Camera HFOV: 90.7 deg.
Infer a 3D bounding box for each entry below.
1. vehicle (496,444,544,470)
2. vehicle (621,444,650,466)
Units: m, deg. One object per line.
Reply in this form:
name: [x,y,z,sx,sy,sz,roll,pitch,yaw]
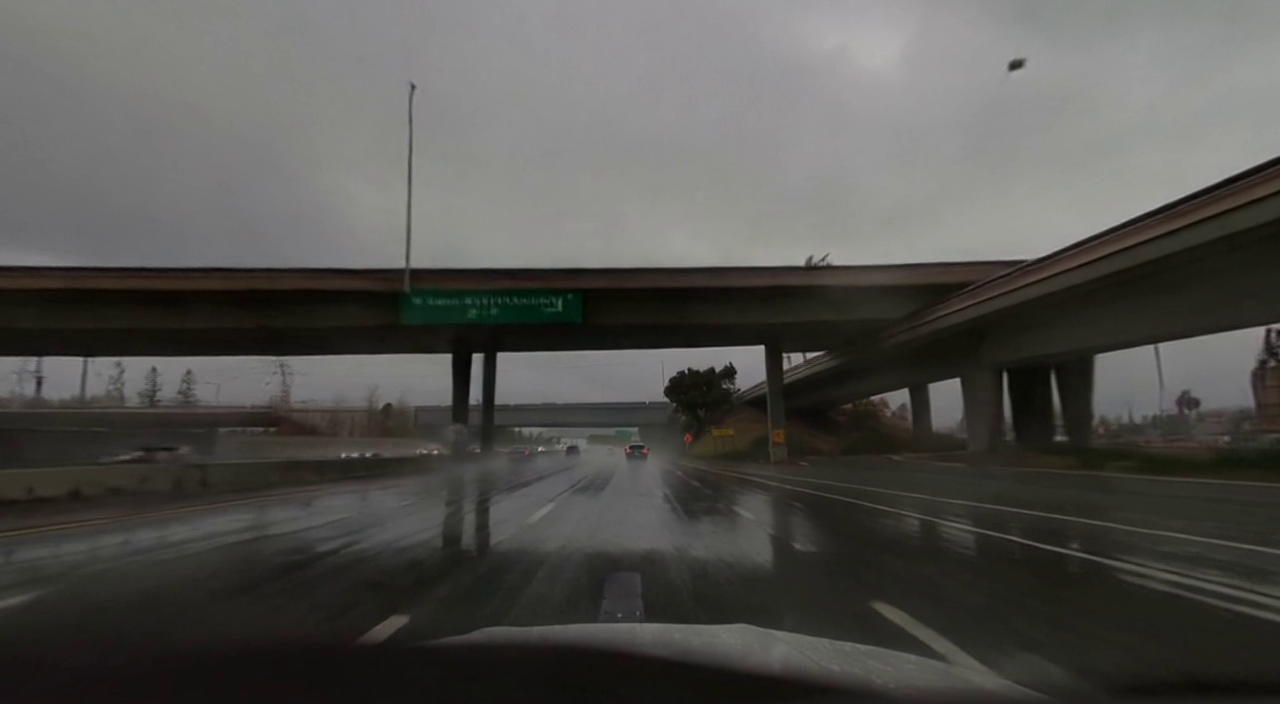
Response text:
vehicle: [-7.198,6.330,38.313,1.994,1.487,4.605,0,-9,0]
vehicle: [-0.369,7.581,46.775,2.086,1.472,4.168,0,-9,-2]
